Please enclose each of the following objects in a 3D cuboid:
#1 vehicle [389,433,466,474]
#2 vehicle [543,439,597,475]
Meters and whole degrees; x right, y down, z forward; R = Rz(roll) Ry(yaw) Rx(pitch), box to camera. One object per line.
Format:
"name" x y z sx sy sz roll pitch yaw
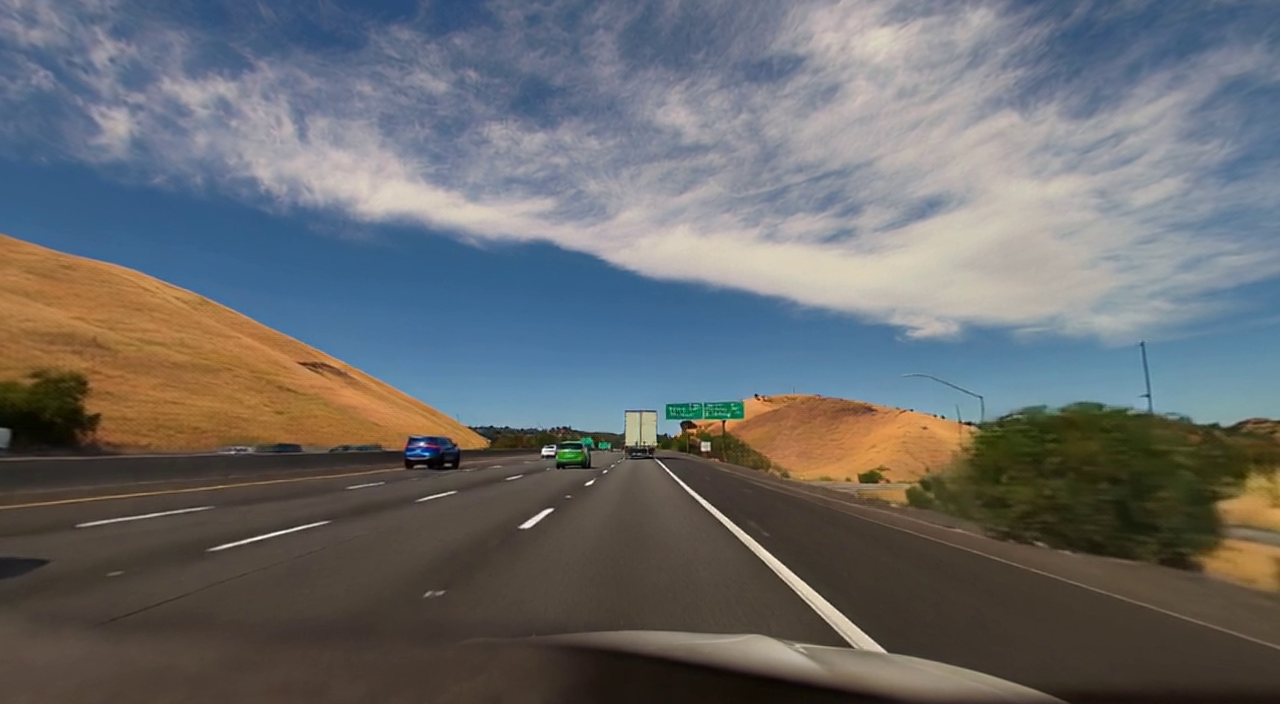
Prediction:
"vehicle" -10.809 5.191 32.423 2.111 1.906 5.028 0 -9 1
"vehicle" -3.600 5.503 33.262 2.194 1.725 4.698 0 -9 1
